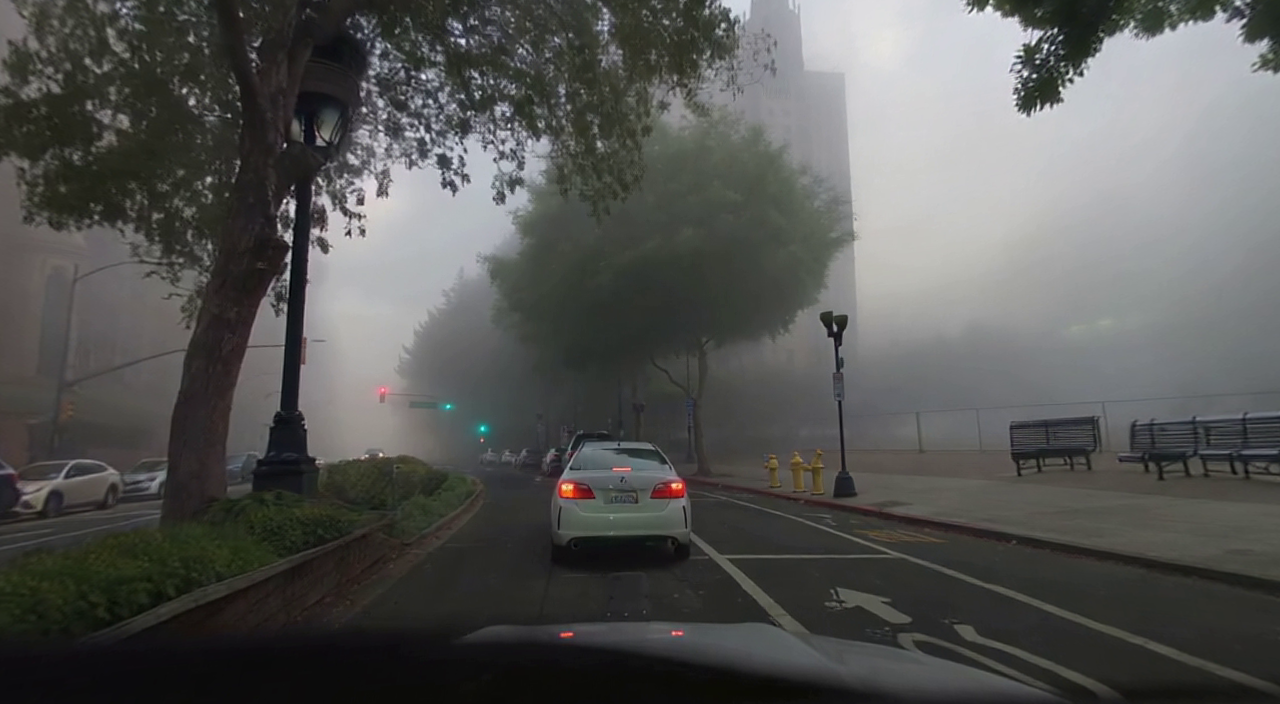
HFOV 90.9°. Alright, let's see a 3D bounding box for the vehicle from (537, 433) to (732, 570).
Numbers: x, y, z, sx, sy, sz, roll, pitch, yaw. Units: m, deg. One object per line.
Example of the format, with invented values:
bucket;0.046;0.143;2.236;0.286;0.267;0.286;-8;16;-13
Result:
vehicle;-0.244;1.943;9.025;2.142;1.475;4.051;1;-8;-6
